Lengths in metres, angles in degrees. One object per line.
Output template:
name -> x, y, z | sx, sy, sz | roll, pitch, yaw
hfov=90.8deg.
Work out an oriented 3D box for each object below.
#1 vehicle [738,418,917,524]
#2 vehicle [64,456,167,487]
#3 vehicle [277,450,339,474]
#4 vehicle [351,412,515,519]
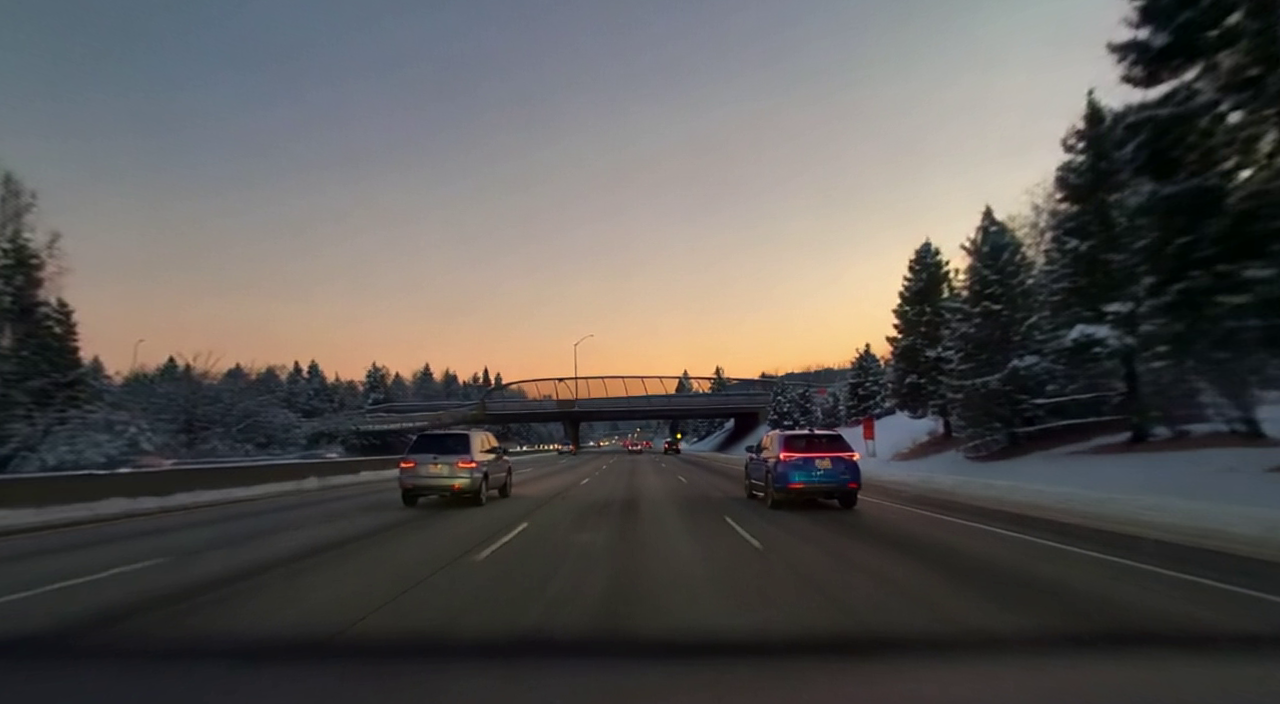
vehicle -> 3.515, 2.353, 12.961 | 2.185, 1.749, 4.477 | 0, -9, -1
vehicle -> -33.536, 7.619, 40.664 | 2.030, 1.784, 5.303 | -1, -9, 0
vehicle -> -22.800, 7.548, 43.598 | 1.832, 1.519, 4.577 | 0, -9, -1
vehicle -> -4.170, 2.389, 13.705 | 2.018, 1.872, 4.728 | 0, -9, -1
